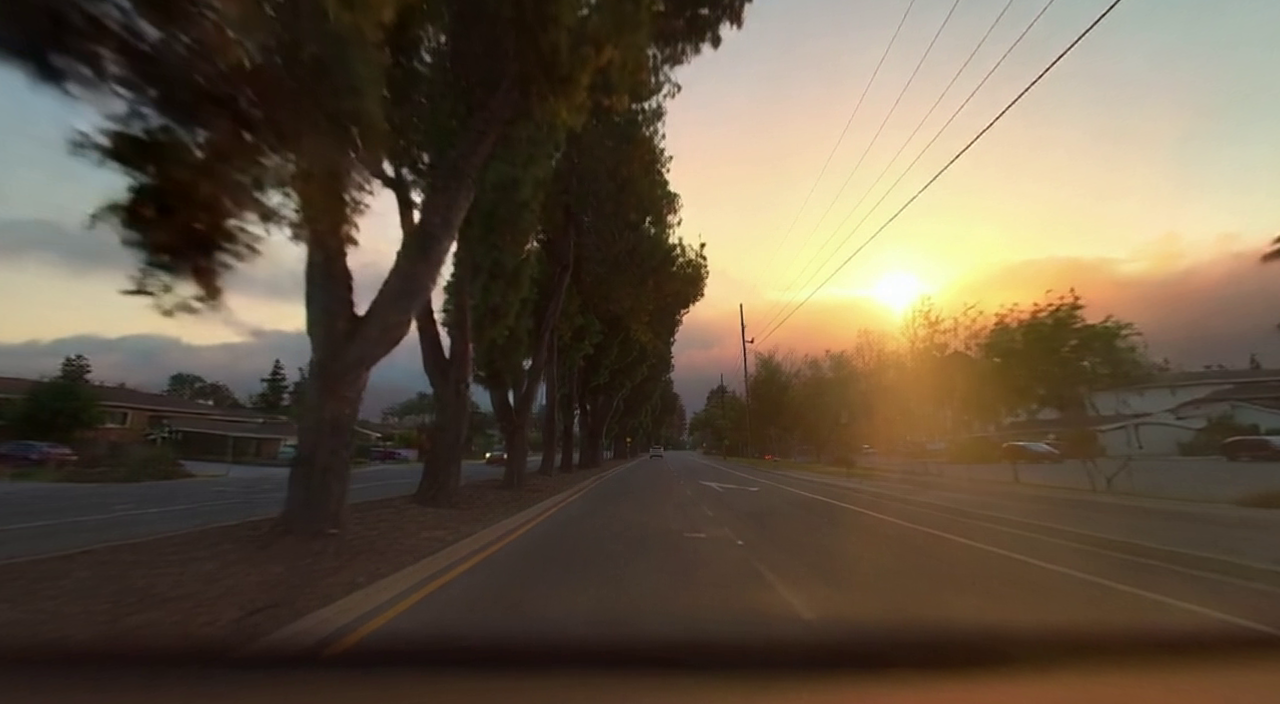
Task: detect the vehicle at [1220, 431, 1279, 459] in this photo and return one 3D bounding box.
[{"bbox_3d":[41.547,6.290,42.691,4.494,1.782,2.212,5,-10,-33],"label":"vehicle"}]

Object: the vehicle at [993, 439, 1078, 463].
[{"bbox_3d":[27.031,6.774,43.268,4.580,1.598,2.010,1,-8,-5],"label":"vehicle"}]
